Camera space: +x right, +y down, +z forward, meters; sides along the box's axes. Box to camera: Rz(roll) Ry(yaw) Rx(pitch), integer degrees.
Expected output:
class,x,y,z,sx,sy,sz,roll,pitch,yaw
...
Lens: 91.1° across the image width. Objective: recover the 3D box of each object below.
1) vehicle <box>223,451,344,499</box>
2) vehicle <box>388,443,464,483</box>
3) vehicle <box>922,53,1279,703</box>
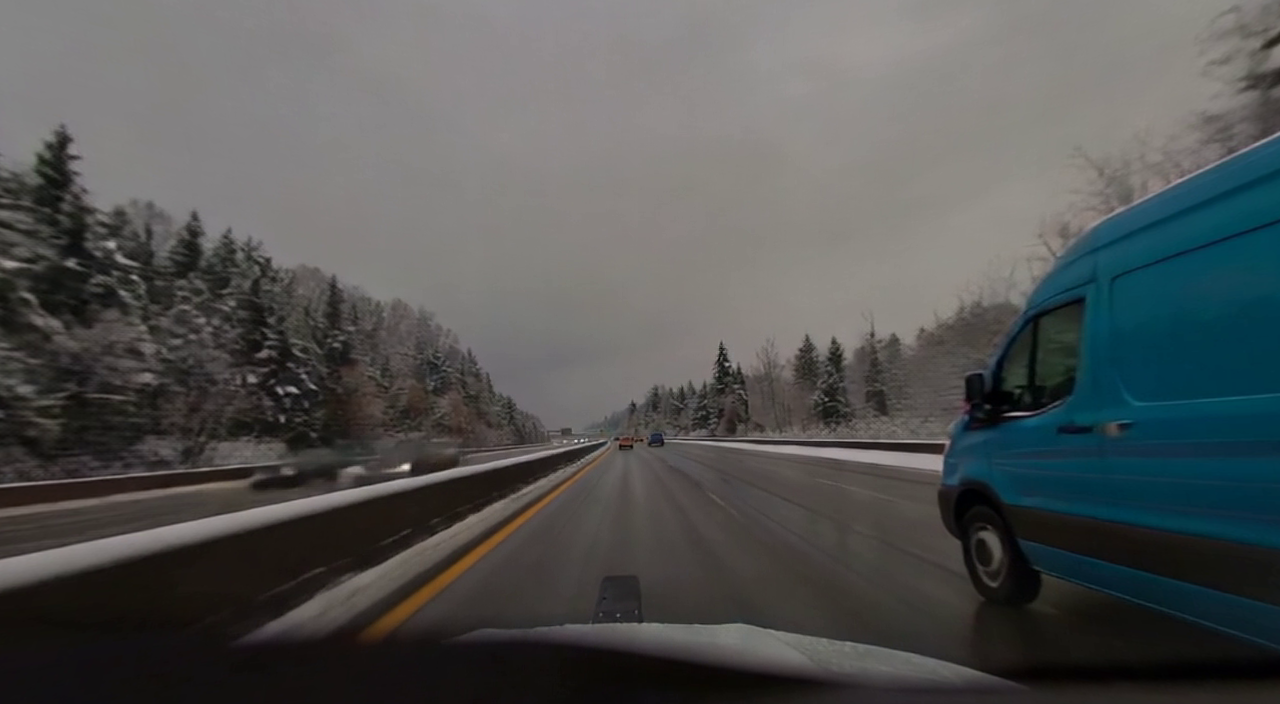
class,x,y,z,sx,sy,sz,roll,pitch,yaw
vehicle,-13.476,4.647,24.140,1.935,1.512,4.688,0,-8,-1
vehicle,-9.381,4.863,27.945,1.870,1.542,4.363,0,-8,0
vehicle,3.701,0.040,1.661,2.416,2.595,7.243,0,-8,-1
